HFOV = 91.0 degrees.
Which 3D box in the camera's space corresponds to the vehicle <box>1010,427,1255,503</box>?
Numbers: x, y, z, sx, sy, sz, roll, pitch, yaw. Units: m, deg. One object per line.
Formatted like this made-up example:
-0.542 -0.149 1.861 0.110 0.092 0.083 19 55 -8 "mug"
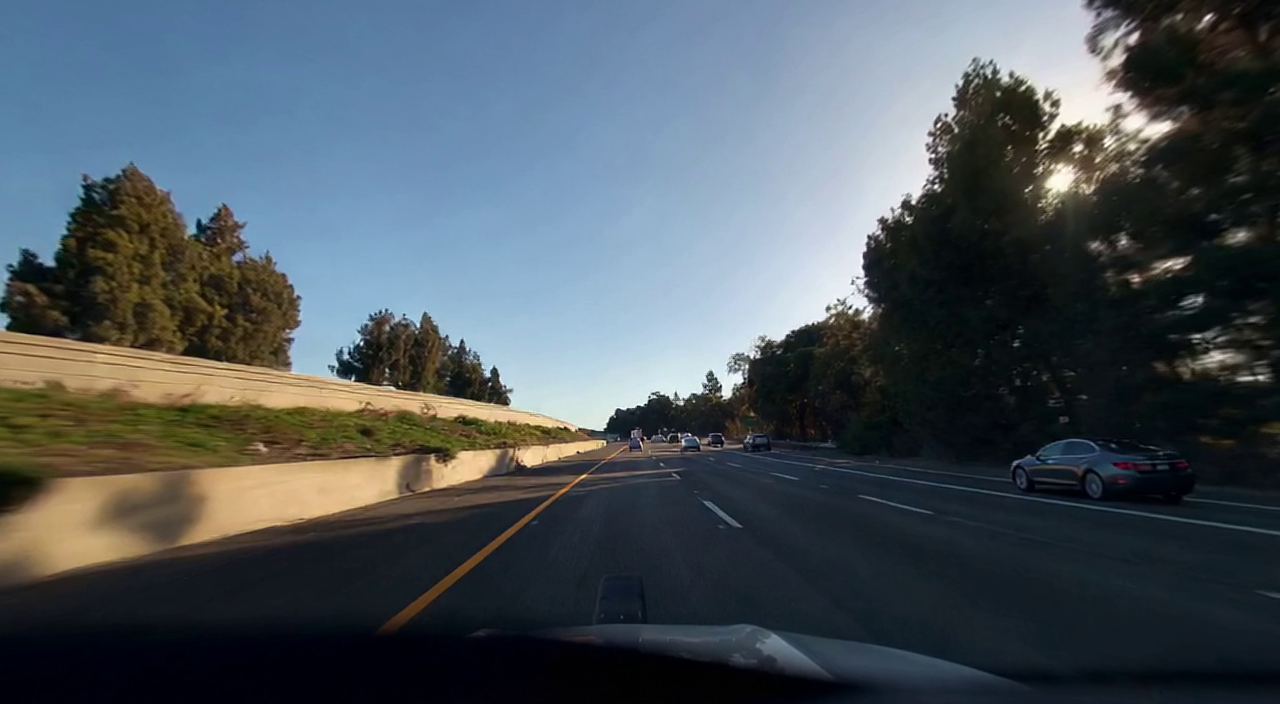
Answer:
11.366 2.631 15.099 2.041 1.517 4.645 0 -8 -1 "vehicle"
